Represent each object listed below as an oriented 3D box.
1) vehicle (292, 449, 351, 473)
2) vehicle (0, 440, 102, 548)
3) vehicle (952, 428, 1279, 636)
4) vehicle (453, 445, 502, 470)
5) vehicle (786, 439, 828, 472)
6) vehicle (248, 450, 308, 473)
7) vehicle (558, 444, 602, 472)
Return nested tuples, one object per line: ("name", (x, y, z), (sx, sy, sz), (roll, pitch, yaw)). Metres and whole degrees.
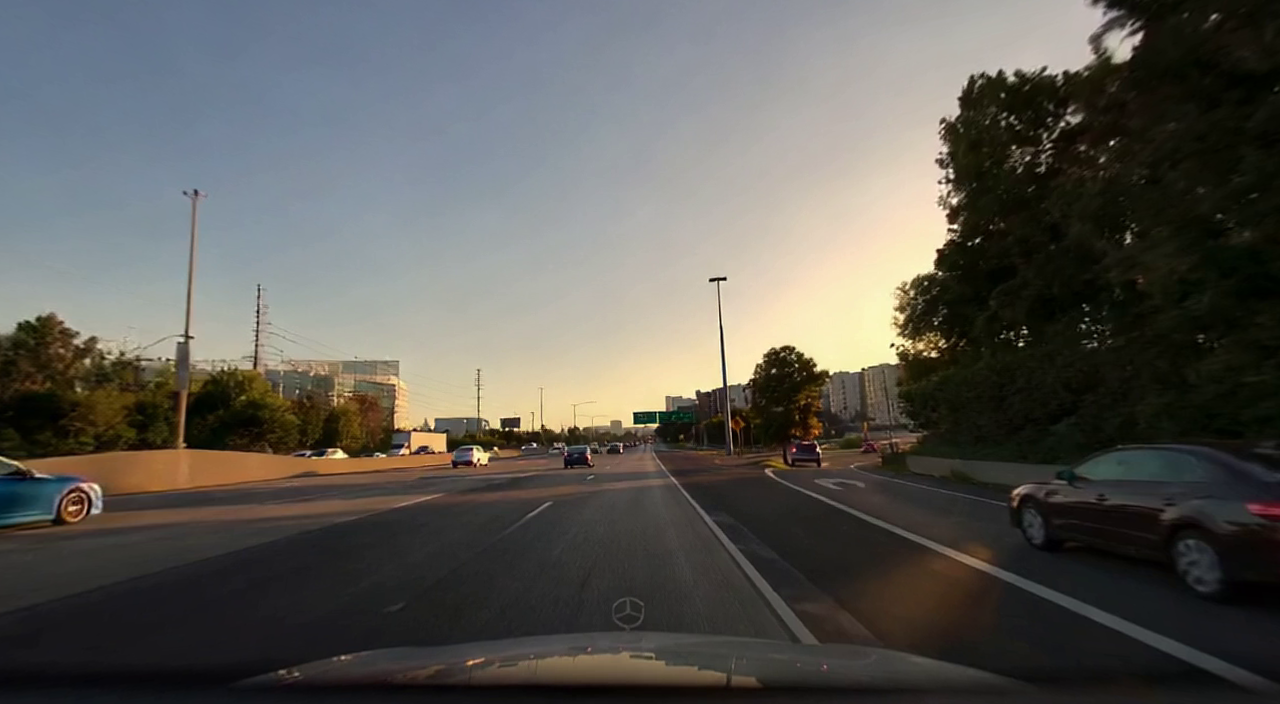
("vehicle", (-22.400, 7.657, 44.568), (1.857, 1.521, 4.220), (0, -8, 2))
("vehicle", (-10.154, 1.909, 8.201), (2.002, 1.526, 4.822), (0, -8, 1))
("vehicle", (5.362, 1.600, 6.735), (2.002, 1.457, 4.497), (-1, -8, 4))
("vehicle", (-10.012, 6.525, 39.190), (1.930, 1.490, 3.955), (0, -8, 1))
("vehicle", (9.953, 6.185, 37.884), (2.127, 1.815, 4.777), (-2, -8, 11))
("vehicle", (-25.993, 7.833, 45.423), (1.962, 1.489, 4.009), (0, -8, 0))
("vehicle", (-3.323, 5.941, 35.710), (2.050, 1.479, 4.342), (0, -8, 1))
